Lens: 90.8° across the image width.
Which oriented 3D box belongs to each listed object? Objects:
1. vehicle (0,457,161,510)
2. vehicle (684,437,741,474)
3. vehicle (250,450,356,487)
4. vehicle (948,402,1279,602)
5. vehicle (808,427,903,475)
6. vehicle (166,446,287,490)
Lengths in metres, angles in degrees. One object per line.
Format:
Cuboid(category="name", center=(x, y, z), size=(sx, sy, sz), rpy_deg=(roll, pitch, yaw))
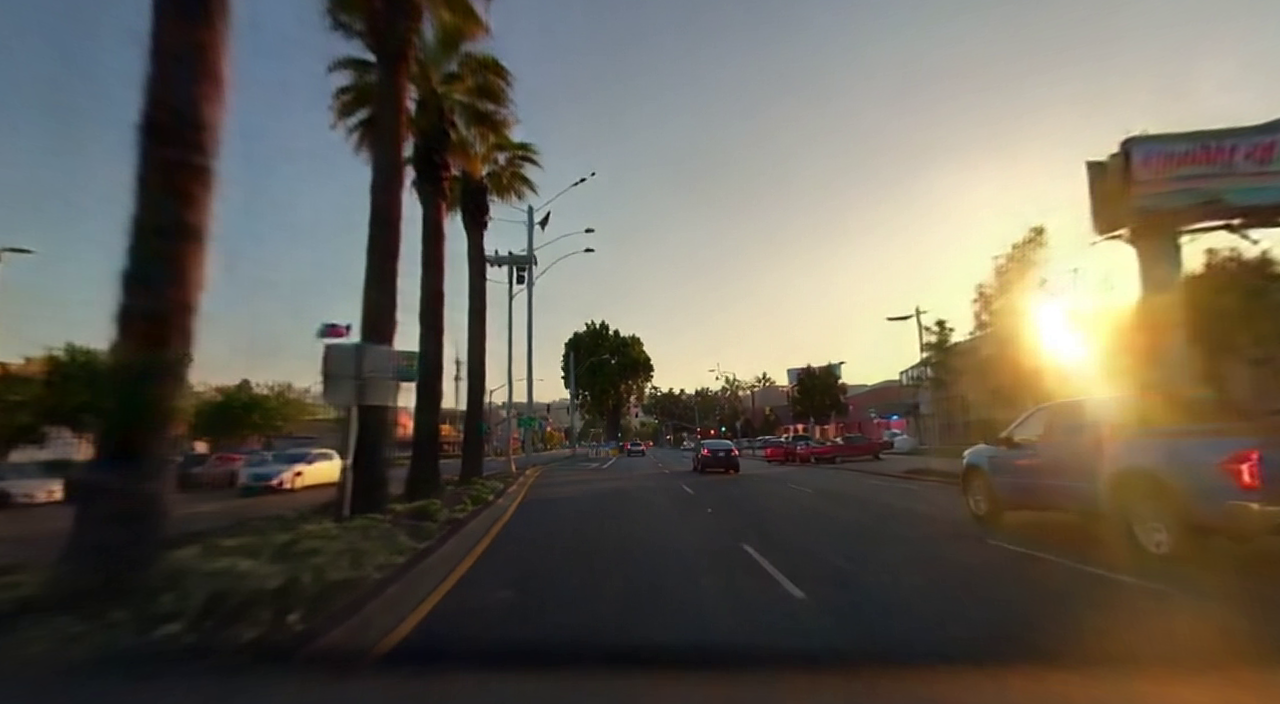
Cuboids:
Cuboid(category="vehicle", center=(-19.318, 4.396, 21.626), size=(1.871, 1.519, 5.002), rpy_deg=(0, -9, 1))
Cuboid(category="vehicle", center=(3.176, 4.631, 28.428), size=(1.889, 1.541, 4.303), rpy_deg=(0, -9, -2))
Cuboid(category="vehicle", center=(-15.458, 5.334, 29.366), size=(2.174, 1.509, 4.958), rpy_deg=(0, -9, 0))
Cuboid(category="vehicle", center=(6.238, 1.610, 7.775), size=(2.140, 1.606, 5.437), rpy_deg=(0, -9, 0))
Cuboid(category="vehicle", center=(10.332, 4.820, 30.944), size=(2.417, 2.061, 5.980), rpy_deg=(0, -9, -1))
Cuboid(category="vehicle", center=(-19.005, 5.299, 29.428), size=(2.066, 1.825, 5.291), rpy_deg=(0, -9, 0))
